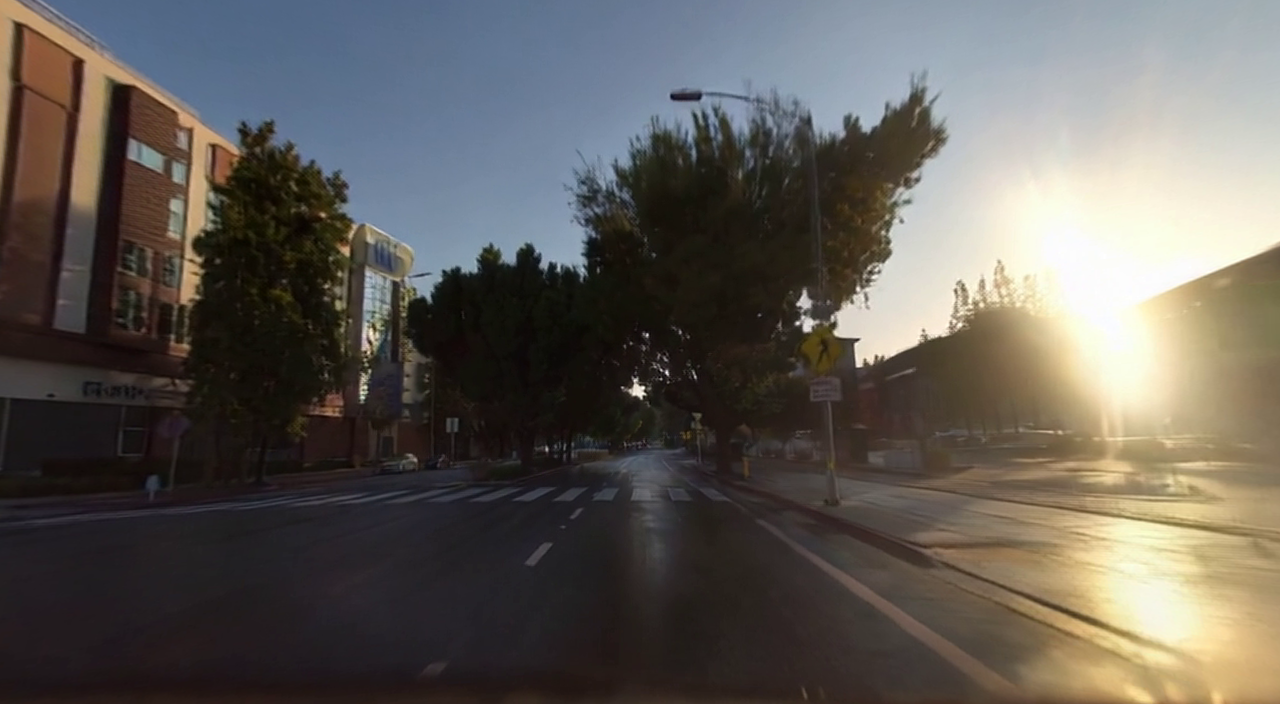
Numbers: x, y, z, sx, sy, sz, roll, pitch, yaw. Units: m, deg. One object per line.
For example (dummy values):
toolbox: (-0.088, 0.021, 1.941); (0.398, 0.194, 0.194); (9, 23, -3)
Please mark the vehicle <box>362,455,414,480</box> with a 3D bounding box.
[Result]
vehicle: (-16.694, 7.662, 41.861); (1.810, 1.478, 4.233); (-3, -10, -1)
